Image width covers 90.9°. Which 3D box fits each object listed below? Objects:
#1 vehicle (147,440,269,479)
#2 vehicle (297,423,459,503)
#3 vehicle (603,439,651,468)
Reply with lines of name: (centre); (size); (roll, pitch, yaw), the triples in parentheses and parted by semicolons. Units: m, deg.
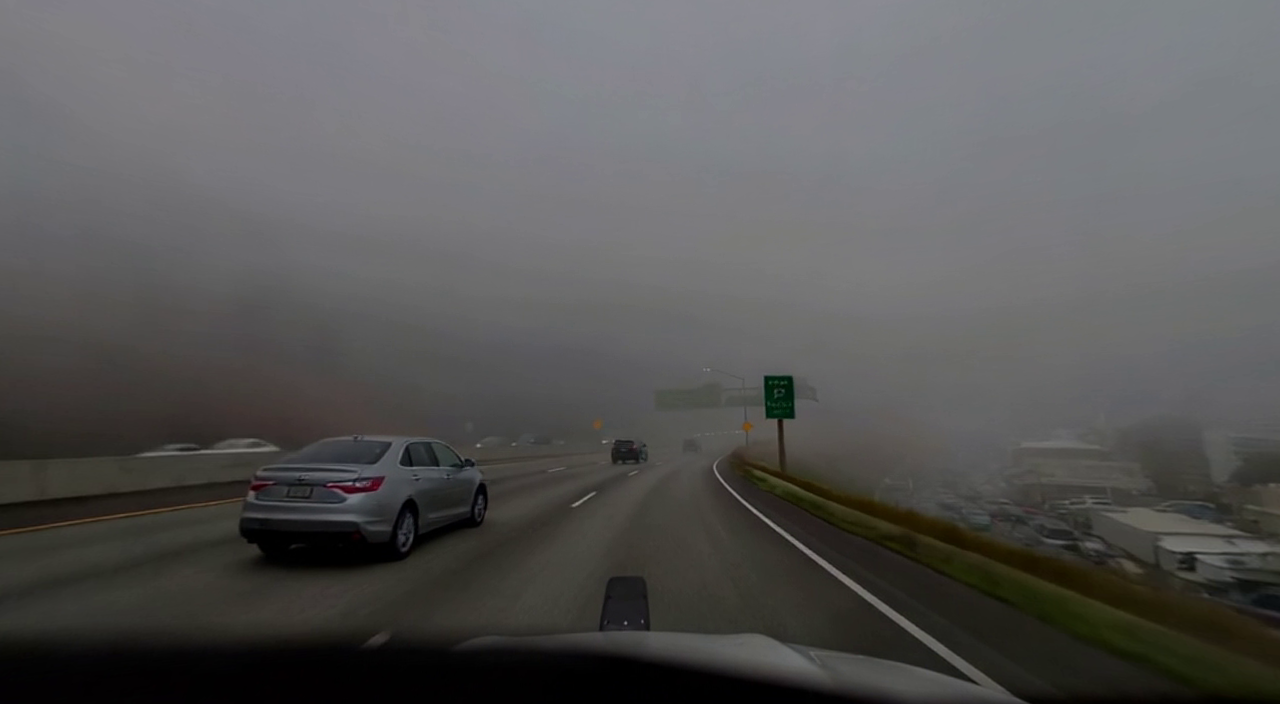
vehicle: (-19.022, 4.749, 28.082); (1.880, 1.540, 4.630); (-1, -9, 5)
vehicle: (-6.310, 2.736, 15.875); (1.993, 1.690, 4.450); (-1, -9, 3)
vehicle: (-0.635, 5.396, 33.647); (1.928, 1.455, 4.361); (-2, -9, 7)
